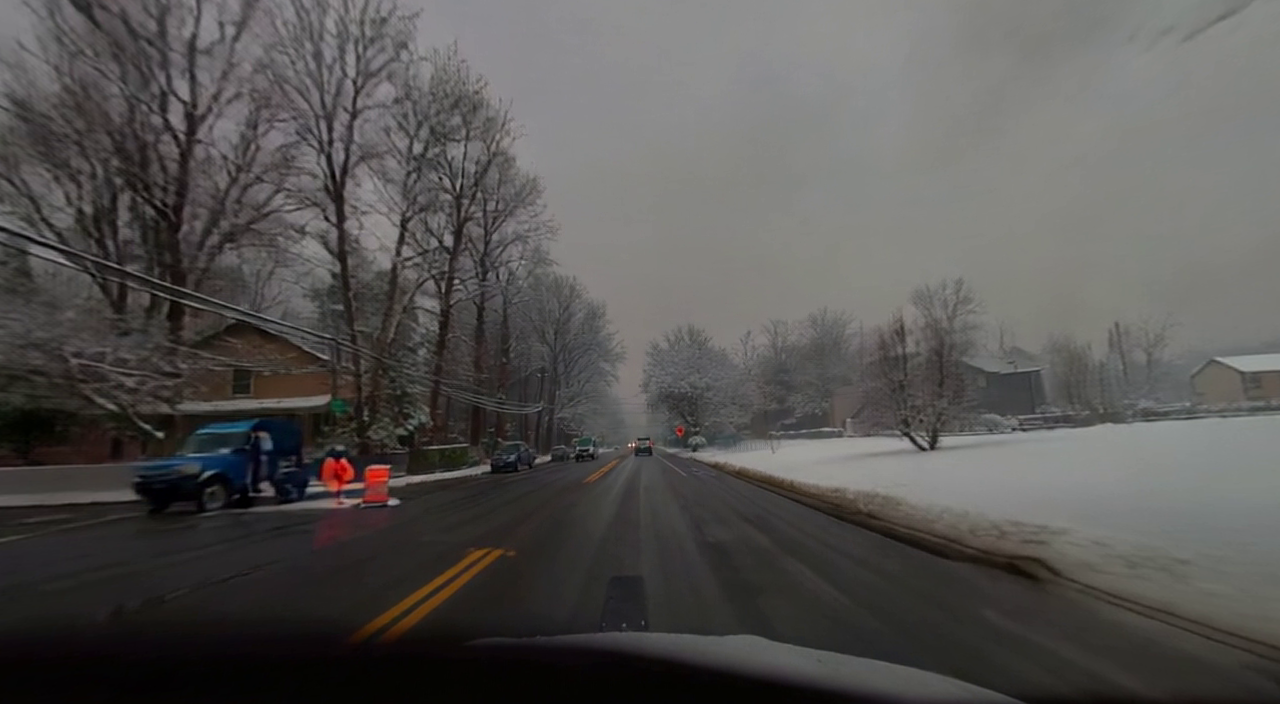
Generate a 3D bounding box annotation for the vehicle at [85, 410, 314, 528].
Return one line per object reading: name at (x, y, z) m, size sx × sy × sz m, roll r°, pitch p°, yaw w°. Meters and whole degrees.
vehicle at (-10.790, 2.865, 15.889) m, size 4.120 × 2.628 × 2.064 m, roll 3°, pitch -9°, yaw -19°

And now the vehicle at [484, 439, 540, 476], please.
vehicle at (-8.069, 6.680, 40.438) m, size 2.422 × 1.855 × 6.165 m, roll -4°, pitch -7°, yaw -2°
